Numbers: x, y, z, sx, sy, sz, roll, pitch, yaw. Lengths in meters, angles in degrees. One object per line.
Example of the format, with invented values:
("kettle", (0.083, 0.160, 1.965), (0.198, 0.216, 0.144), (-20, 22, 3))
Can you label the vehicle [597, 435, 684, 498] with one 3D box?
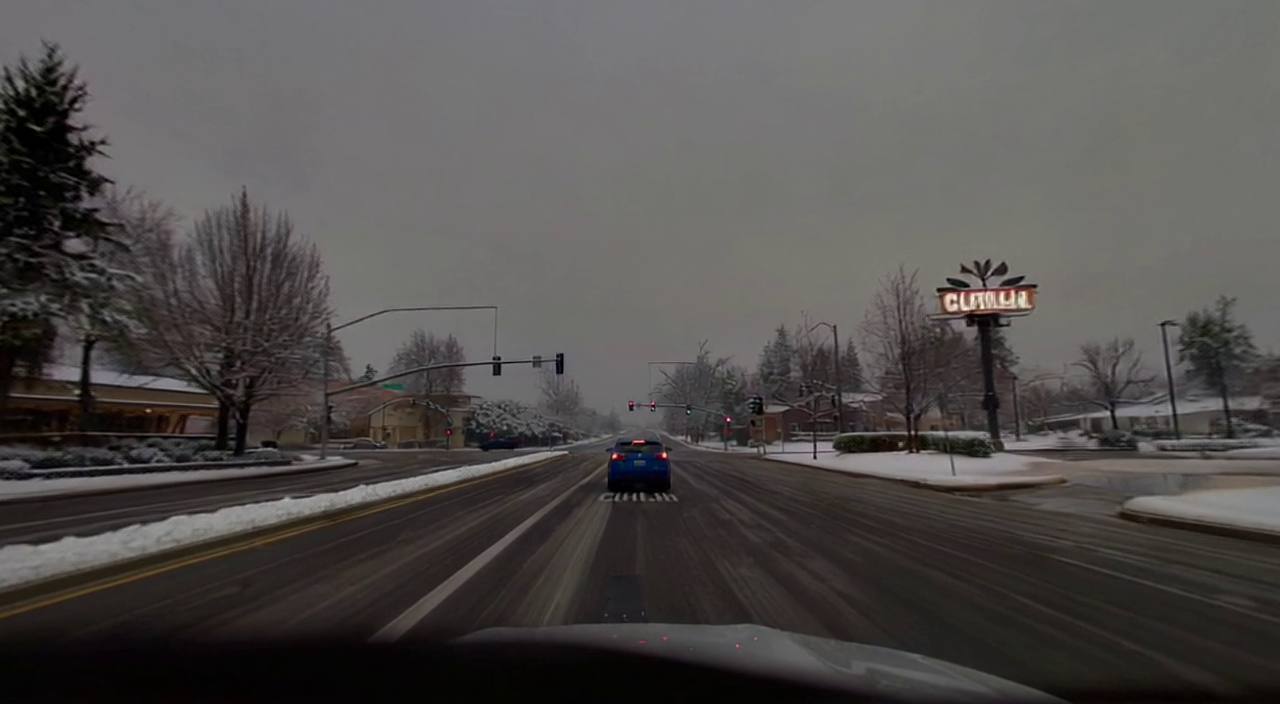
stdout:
("vehicle", (-0.031, 3.040, 17.201), (2.028, 1.478, 4.545), (0, -8, -1))
